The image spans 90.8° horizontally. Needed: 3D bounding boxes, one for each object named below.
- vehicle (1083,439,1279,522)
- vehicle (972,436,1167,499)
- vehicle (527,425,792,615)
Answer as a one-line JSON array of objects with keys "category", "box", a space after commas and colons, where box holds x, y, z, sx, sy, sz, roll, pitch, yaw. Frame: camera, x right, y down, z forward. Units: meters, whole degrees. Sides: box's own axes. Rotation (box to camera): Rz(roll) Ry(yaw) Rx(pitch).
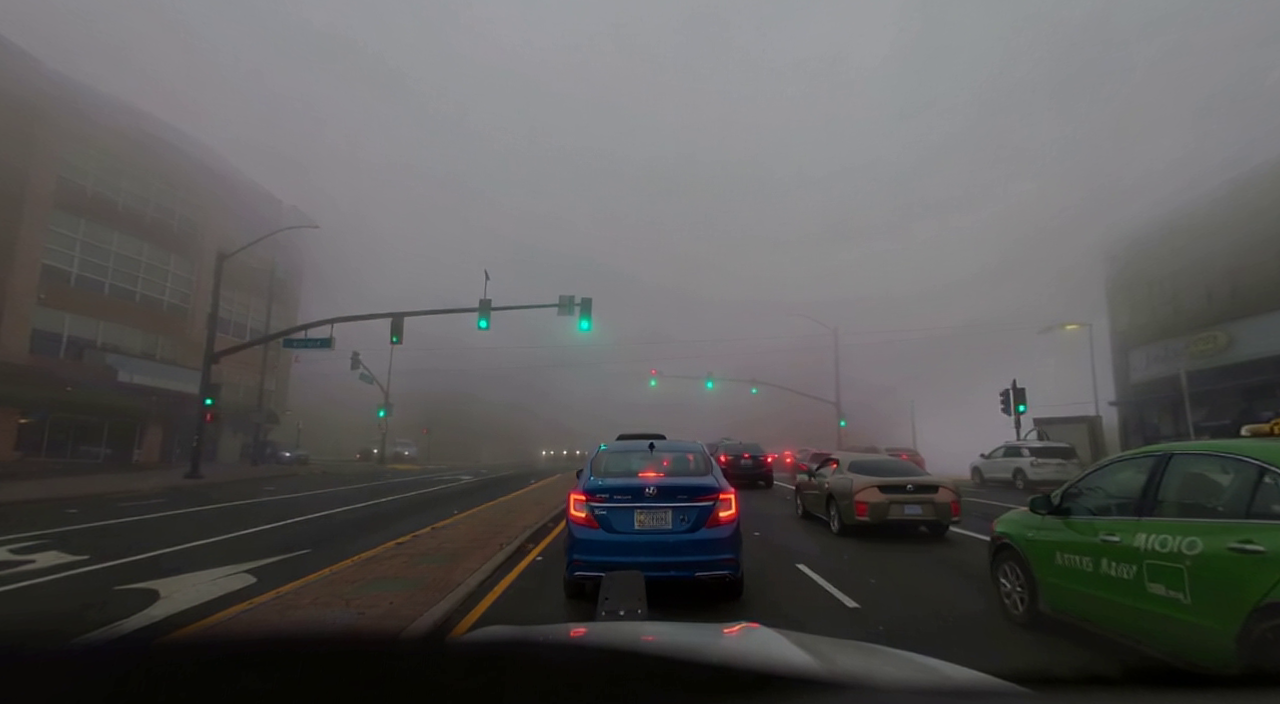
[{"category": "vehicle", "box": [14.164, 3.100, 15.931, 2.235, 1.721, 5.230, 0, -9, 1]}, {"category": "vehicle", "box": [14.067, 3.815, 21.362, 2.309, 1.819, 5.793, 1, -9, -3]}, {"category": "vehicle", "box": [0.126, 1.645, 7.142, 2.067, 1.471, 4.241, 0, -9, -1]}]
